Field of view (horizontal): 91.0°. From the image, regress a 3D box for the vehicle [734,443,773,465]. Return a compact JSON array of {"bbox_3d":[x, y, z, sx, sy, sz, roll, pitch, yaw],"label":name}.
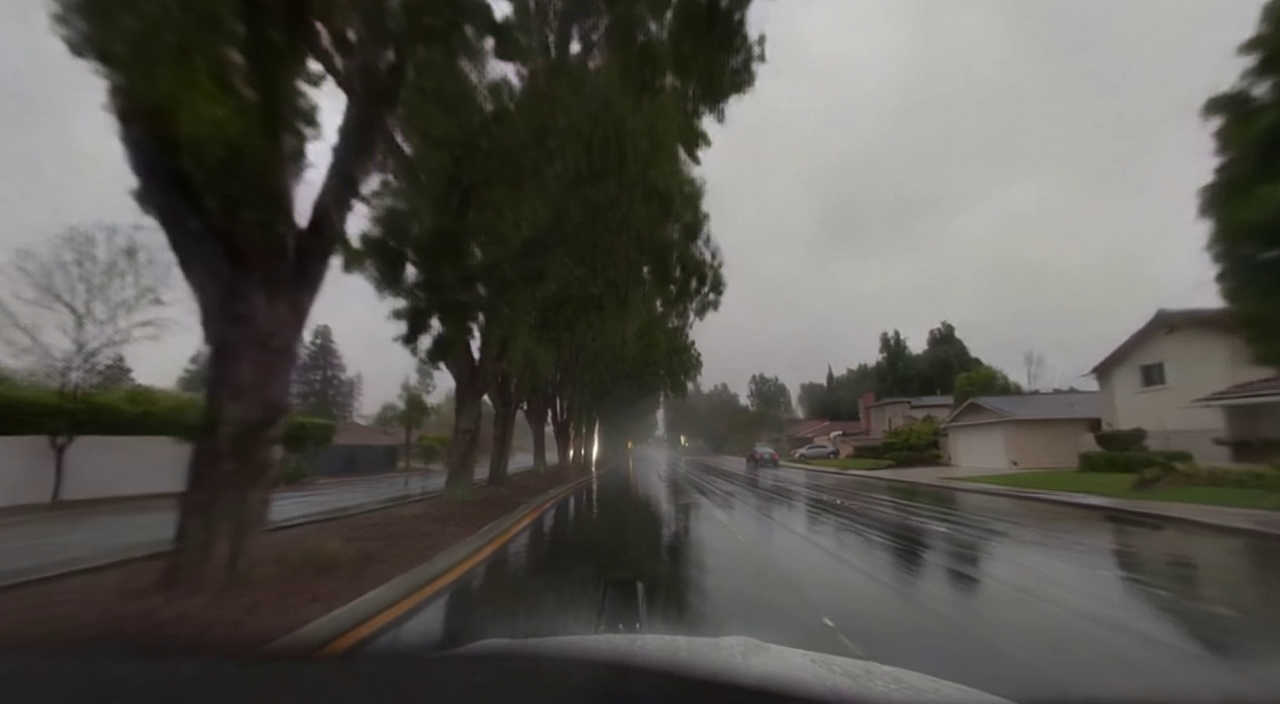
[{"bbox_3d":[8.625,7.771,48.104,1.940,1.516,4.319,0,-9,-3],"label":"vehicle"}]
